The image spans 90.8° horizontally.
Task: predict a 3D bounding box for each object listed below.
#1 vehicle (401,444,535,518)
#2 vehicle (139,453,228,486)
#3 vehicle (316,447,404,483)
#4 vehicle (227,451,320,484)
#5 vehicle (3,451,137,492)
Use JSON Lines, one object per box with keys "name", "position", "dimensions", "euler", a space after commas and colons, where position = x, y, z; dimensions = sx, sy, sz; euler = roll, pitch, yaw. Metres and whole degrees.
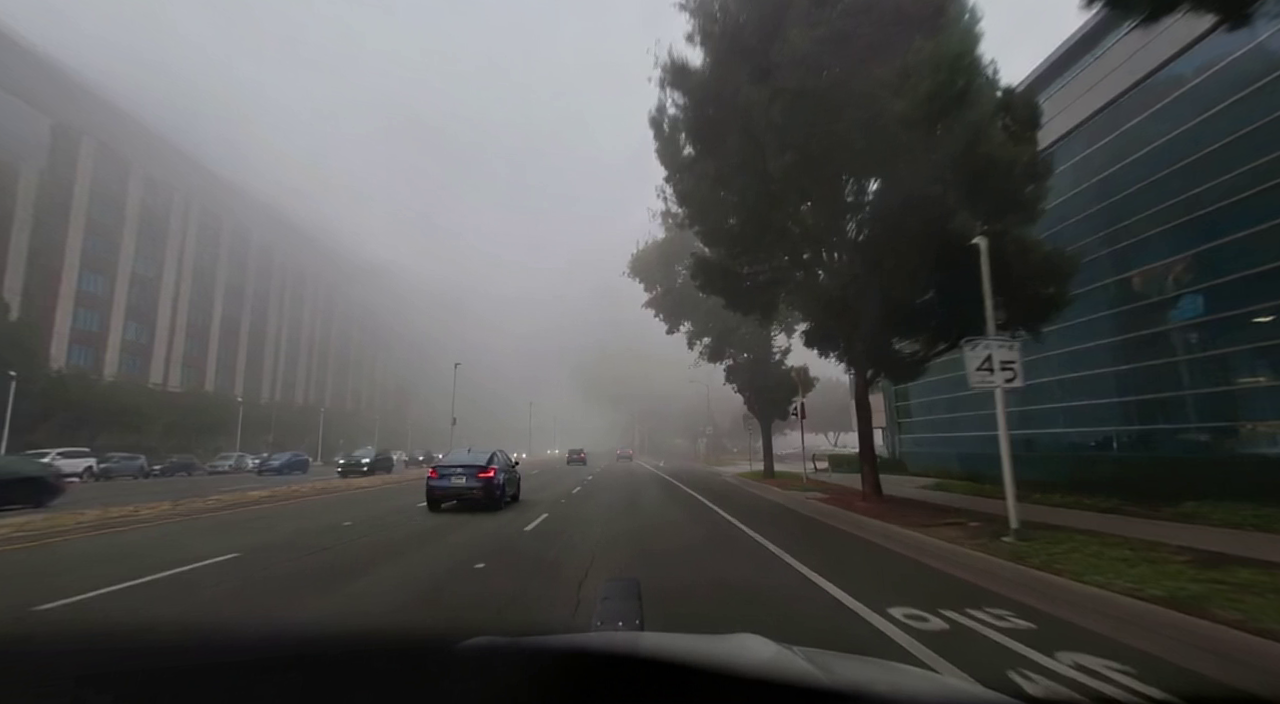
{"name": "vehicle", "position": [-3.848, 2.932, 15.001], "dimensions": [2.025, 1.474, 4.292], "euler": [0, -8, -1]}
{"name": "vehicle", "position": [-27.088, 6.939, 37.704], "dimensions": [2.022, 1.764, 4.492], "euler": [-1, -8, -1]}
{"name": "vehicle", "position": [-13.240, 5.340, 30.249], "dimensions": [2.123, 1.585, 4.856], "euler": [0, -8, -2]}
{"name": "vehicle", "position": [-19.822, 6.219, 34.453], "dimensions": [2.098, 1.590, 4.929], "euler": [0, -8, 0]}
{"name": "vehicle", "position": [-32.012, 6.680, 35.847], "dimensions": [2.226, 2.042, 5.984], "euler": [0, -9, -3]}
